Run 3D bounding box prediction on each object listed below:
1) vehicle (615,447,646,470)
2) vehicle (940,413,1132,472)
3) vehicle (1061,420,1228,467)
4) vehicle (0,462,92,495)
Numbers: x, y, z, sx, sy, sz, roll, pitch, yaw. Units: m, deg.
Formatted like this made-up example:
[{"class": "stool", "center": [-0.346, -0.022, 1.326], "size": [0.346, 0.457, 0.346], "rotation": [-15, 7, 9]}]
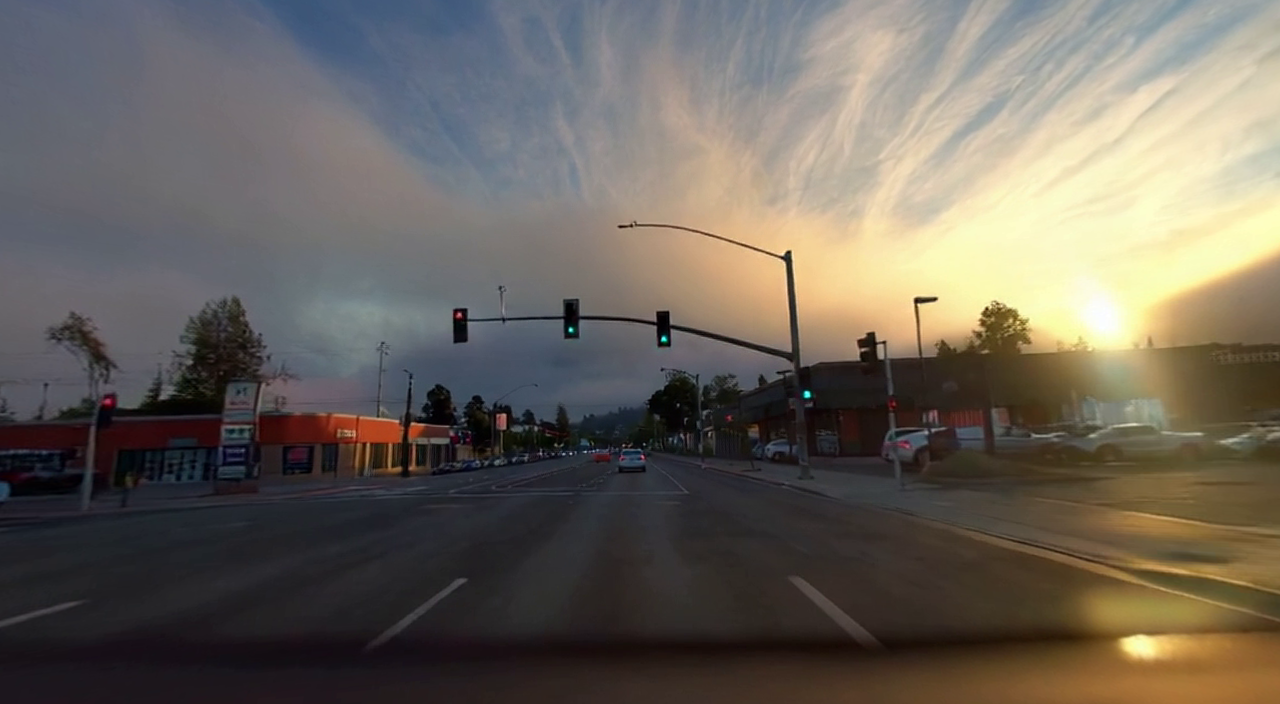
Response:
[{"class": "vehicle", "center": [-0.637, 7.037, 41.903], "size": [1.977, 1.451, 4.032], "rotation": [0, -9, -1]}, {"class": "vehicle", "center": [12.882, 2.981, 20.823], "size": [4.852, 1.805, 2.155], "rotation": [0, -9, -2]}, {"class": "vehicle", "center": [18.632, 3.414, 23.507], "size": [4.586, 1.623, 1.861], "rotation": [0, -9, -1]}, {"class": "vehicle", "center": [-40.070, 8.352, 42.089], "size": [2.004, 1.945, 5.069], "rotation": [-2, -9, 11]}]
